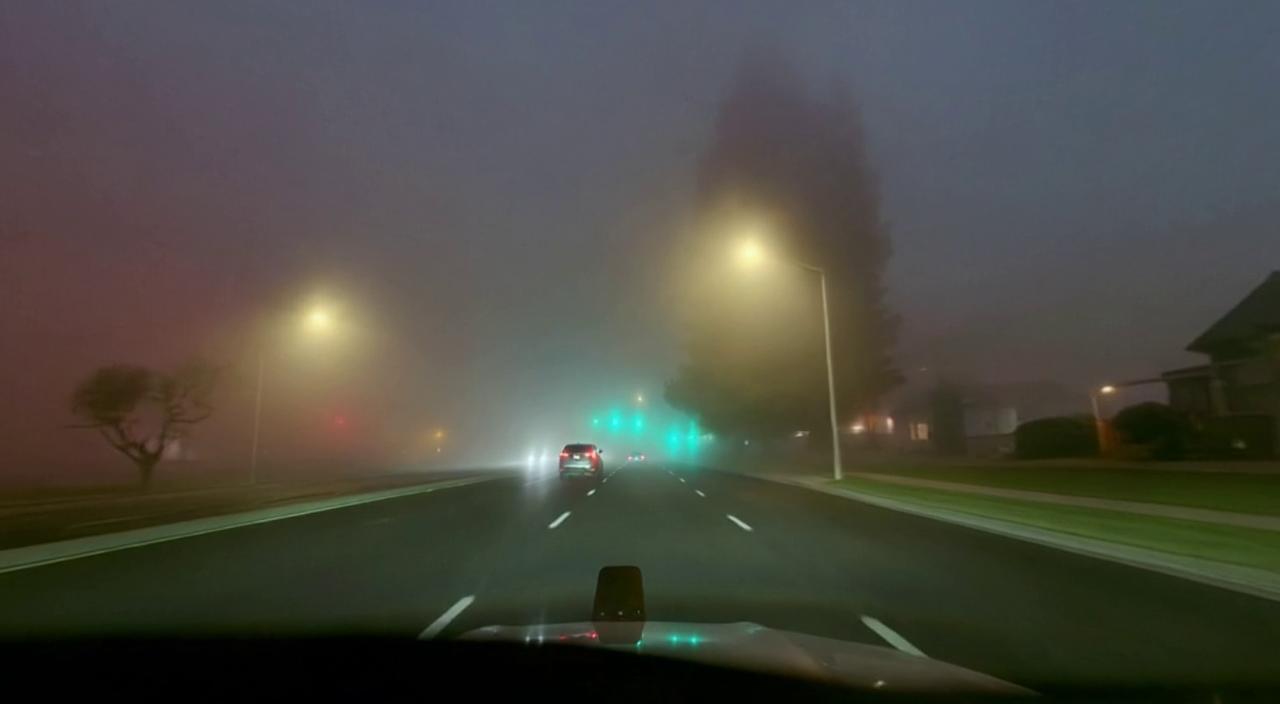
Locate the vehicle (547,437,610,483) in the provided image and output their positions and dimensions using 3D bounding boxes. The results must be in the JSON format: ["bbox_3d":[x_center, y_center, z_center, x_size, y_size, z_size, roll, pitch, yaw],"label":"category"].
[{"bbox_3d":[-2.763,5.069,29.867,2.370,1.968,5.698,0,-9,0],"label":"vehicle"}]
